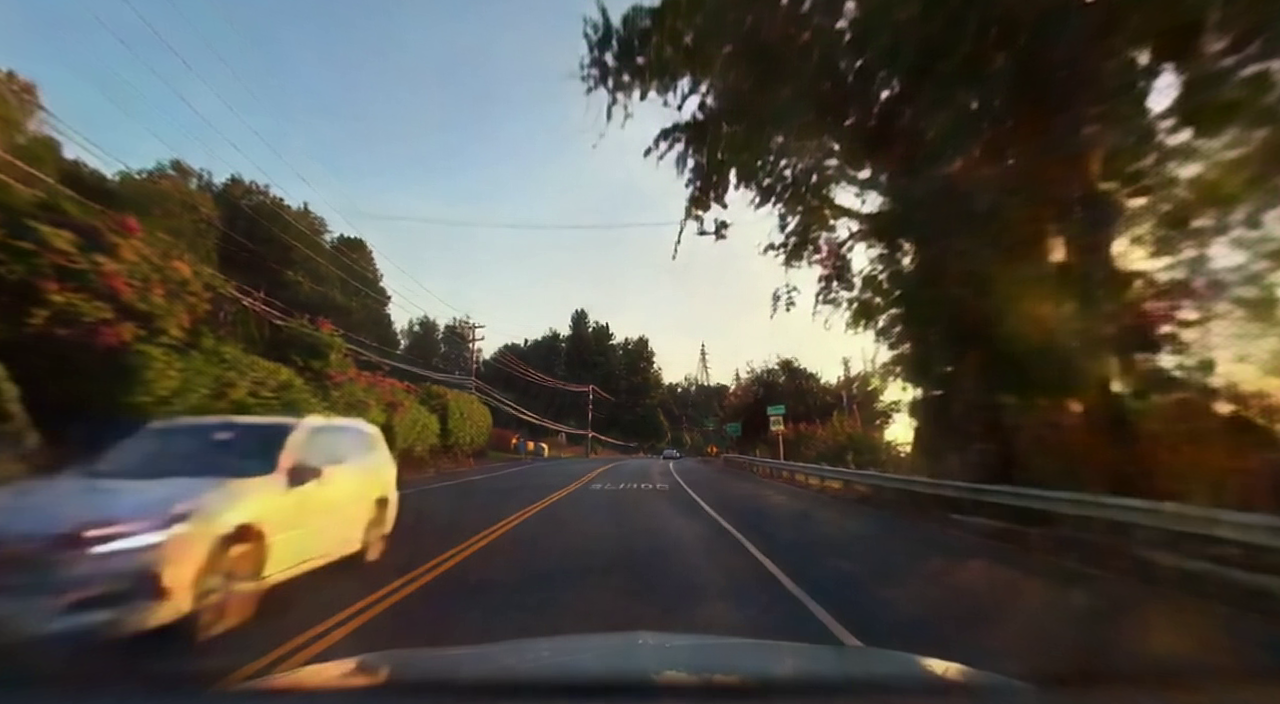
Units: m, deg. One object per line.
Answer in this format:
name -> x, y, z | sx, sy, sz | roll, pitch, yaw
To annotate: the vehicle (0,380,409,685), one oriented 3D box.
vehicle -> -3.992, 1.343, 5.833 | 2.018, 1.702, 4.423 | 0, -9, 0
